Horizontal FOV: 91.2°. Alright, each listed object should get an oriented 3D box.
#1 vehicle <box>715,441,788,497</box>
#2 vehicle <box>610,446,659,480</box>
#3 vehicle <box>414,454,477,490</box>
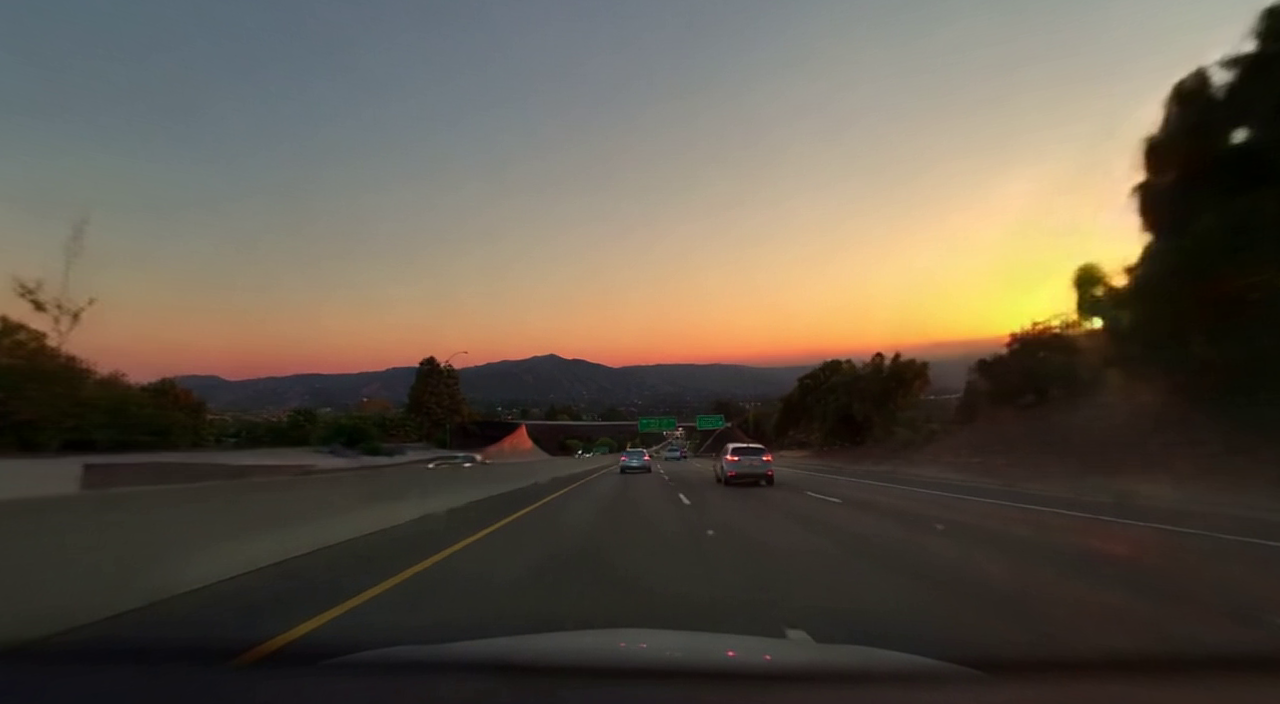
[{"bbox_3d":[3.492,3.727,20.349,1.969,1.595,3.964,-1,-9,5],"label":"vehicle"},{"bbox_3d":[-0.220,5.603,31.870,2.084,1.594,4.219,-1,-9,5],"label":"vehicle"},{"bbox_3d":[-9.478,5.838,30.882,1.950,1.568,4.292,0,-9,-4],"label":"vehicle"}]
